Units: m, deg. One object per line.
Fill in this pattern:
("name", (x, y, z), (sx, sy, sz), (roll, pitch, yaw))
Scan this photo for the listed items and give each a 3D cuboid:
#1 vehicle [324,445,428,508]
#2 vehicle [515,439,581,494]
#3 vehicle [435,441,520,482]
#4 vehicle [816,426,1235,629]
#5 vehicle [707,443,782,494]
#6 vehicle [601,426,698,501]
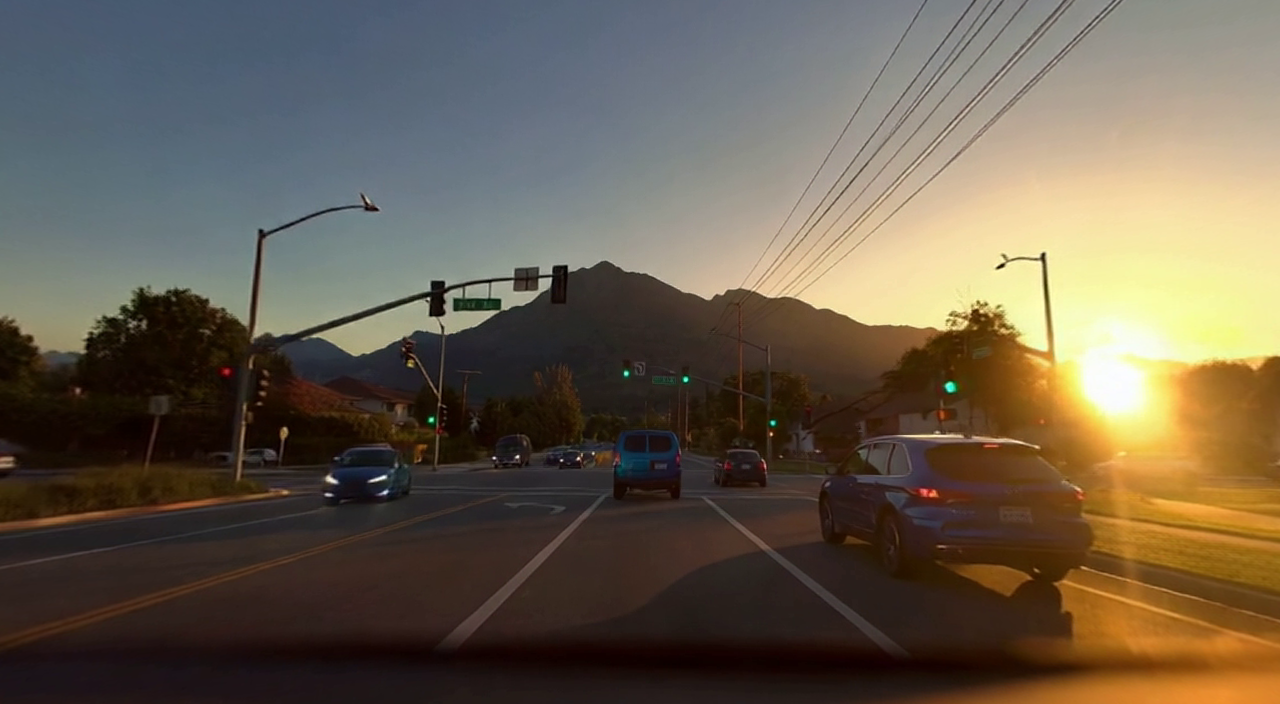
("vehicle", (-7.477, 3.495, 18.328), (2.005, 1.533, 4.644), (2, -9, -13))
("vehicle", (-3.317, 4.008, 22.485), (2.059, 1.749, 4.458), (1, -9, -10))
("vehicle", (-7.985, 5.281, 30.737), (1.999, 1.864, 4.530), (8, -11, -42))
("vehicle", (3.879, 1.814, 7.680), (2.155, 1.658, 4.721), (0, -8, 1))
("vehicle", (3.685, 4.175, 22.968), (1.957, 1.646, 4.355), (0, -8, 0))
("vehicle", (0.281, 3.419, 19.802), (2.636, 2.011, 5.130), (0, -8, 1))
